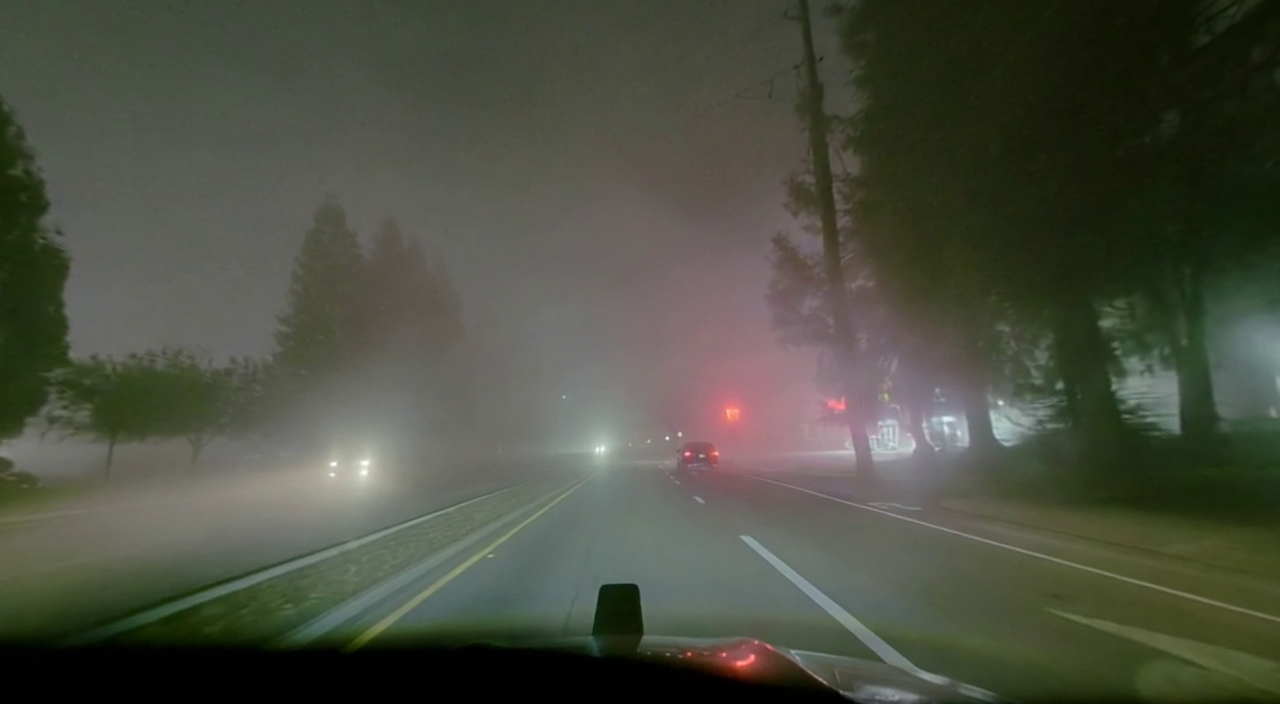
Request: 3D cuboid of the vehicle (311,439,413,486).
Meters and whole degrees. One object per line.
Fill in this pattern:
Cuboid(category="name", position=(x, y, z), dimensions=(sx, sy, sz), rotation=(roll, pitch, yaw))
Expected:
Cuboid(category="vehicle", position=(-12.831, 5.111, 29.653), dimensions=(2.379, 1.967, 5.195), rotation=(-1, -8, 1))

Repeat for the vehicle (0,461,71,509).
Cuboid(category="vehicle", position=(-23.028, 4.780, 22.980), dimensions=(4.117, 1.557, 1.876), rotation=(-5, -9, 26))

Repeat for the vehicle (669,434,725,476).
Cuboid(category="vehicle", position=(2.679, 4.990, 30.785), dimensions=(2.115, 1.840, 4.777), rotation=(0, -8, -2))
